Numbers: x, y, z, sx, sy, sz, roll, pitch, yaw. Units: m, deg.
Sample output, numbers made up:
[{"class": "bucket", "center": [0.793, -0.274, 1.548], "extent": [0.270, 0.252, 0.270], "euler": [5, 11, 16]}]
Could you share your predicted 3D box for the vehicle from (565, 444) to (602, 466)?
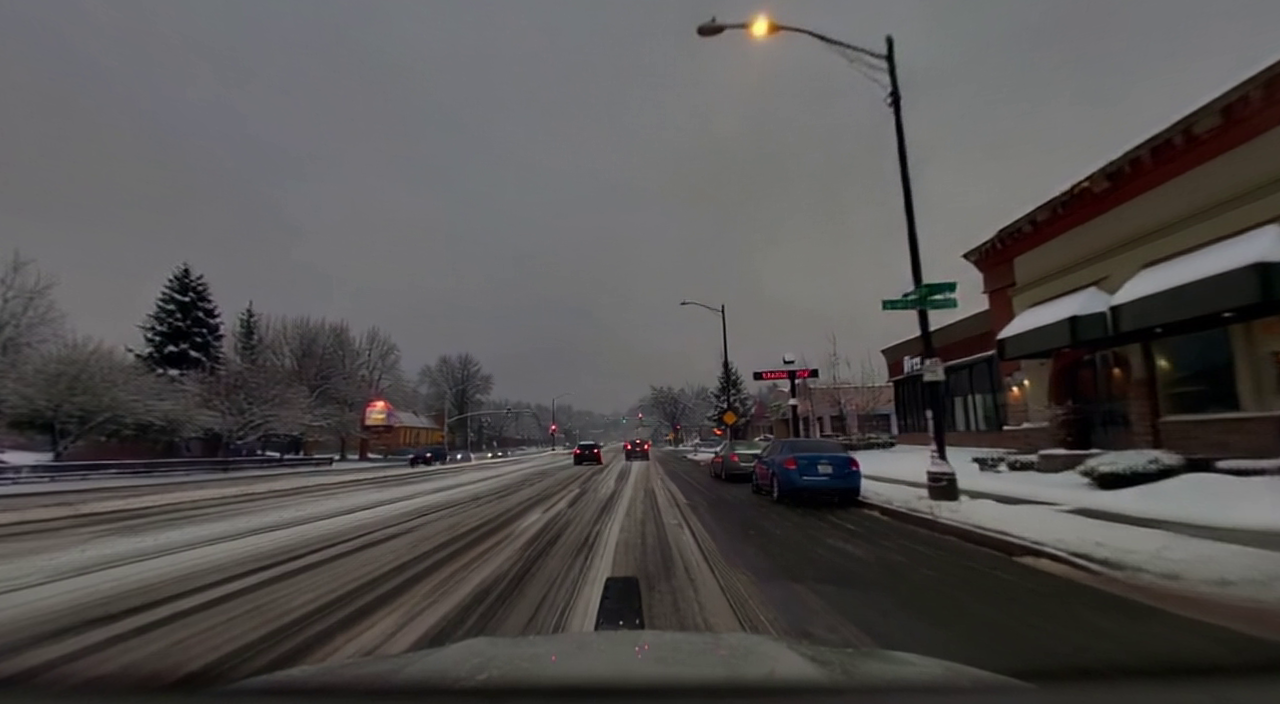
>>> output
[{"class": "vehicle", "center": [-3.869, 7.190, 44.250], "extent": [2.179, 1.490, 4.742], "euler": [0, -9, 0]}]

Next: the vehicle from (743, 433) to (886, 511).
[{"class": "vehicle", "center": [3.804, 2.718, 14.800], "extent": [1.922, 1.507, 4.824], "euler": [0, -9, -1]}]
